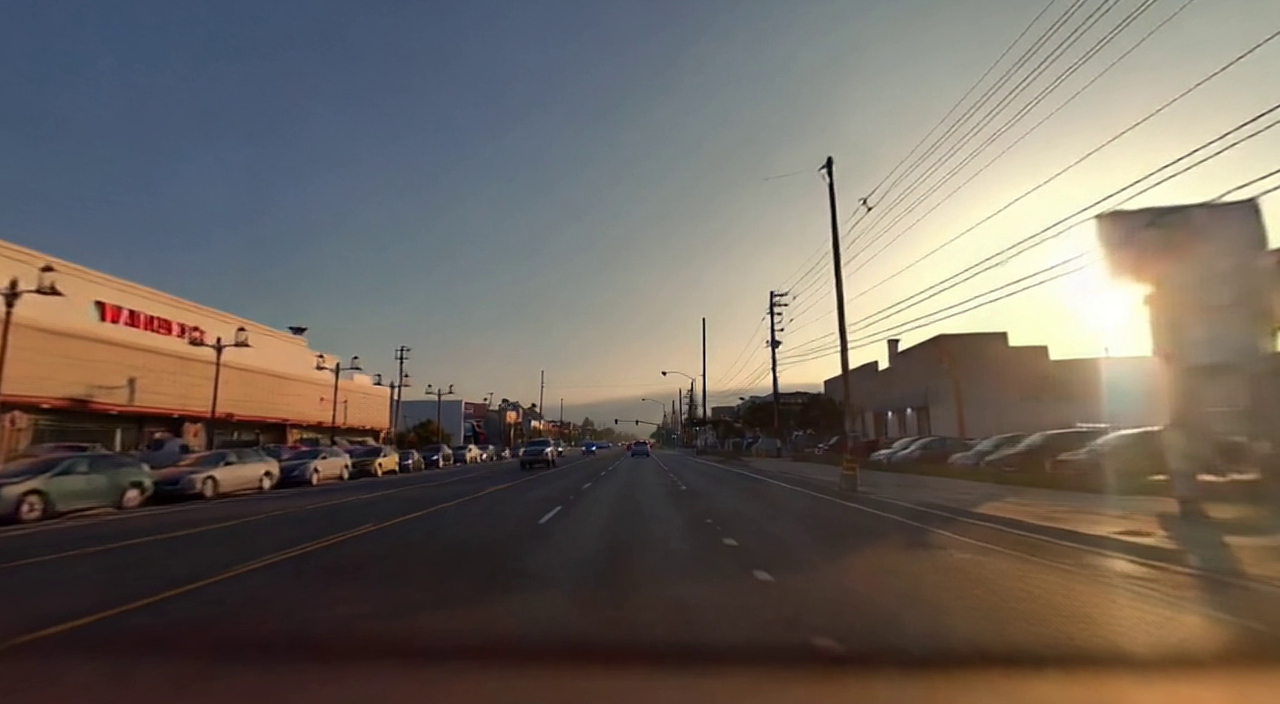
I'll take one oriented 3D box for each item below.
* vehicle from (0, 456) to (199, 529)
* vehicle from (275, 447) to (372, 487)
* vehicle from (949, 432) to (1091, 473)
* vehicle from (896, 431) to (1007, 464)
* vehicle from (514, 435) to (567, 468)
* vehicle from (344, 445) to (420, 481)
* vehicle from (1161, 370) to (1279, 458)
[{"bbox_3d":[-13.639,3.403,15.882,1.791,1.377,4.807,-2,-8,-2],"label":"vehicle"},{"bbox_3d":[-13.722,4.956,27.713,1.901,1.552,4.541,0,-8,0],"label":"vehicle"},{"bbox_3d":[15.071,3.994,25.250,4.396,1.412,1.858,-2,-6,3],"label":"vehicle"},{"bbox_3d":[15.006,4.617,30.616,4.300,1.431,1.937,-1,-7,1],"label":"vehicle"},{"bbox_3d":[-5.774,5.817,37.225,2.180,1.805,5.170,0,-8,1],"label":"vehicle"},{"bbox_3d":[-13.521,5.826,33.471,1.793,1.534,5.400,-2,-7,0],"label":"vehicle"},{"bbox_3d":[29.528,2.896,28.893,8.821,3.745,2.909,0,-8,-3],"label":"vehicle"}]
